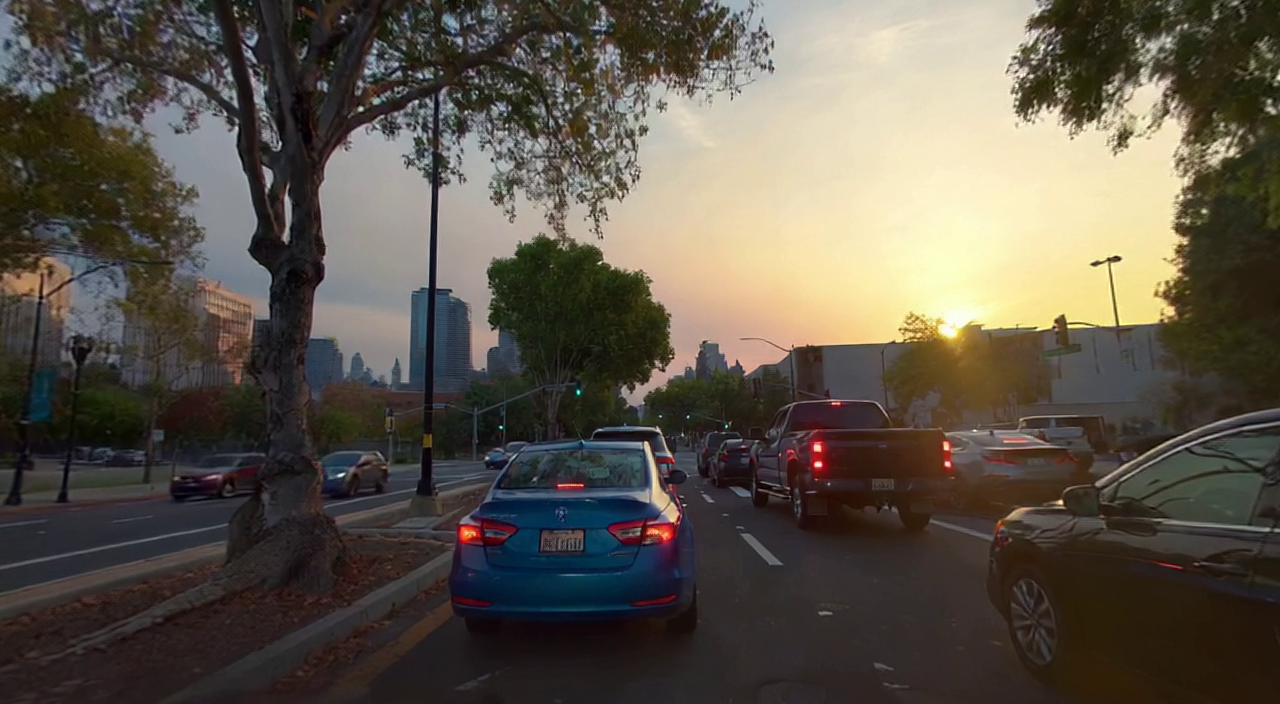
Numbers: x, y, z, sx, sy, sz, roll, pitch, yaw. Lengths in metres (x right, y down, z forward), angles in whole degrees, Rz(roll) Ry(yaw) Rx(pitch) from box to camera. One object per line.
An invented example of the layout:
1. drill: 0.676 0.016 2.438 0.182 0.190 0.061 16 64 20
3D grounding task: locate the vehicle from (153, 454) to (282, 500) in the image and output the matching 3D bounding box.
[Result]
1. vehicle: -16.170 4.751 24.319 1.966 1.563 4.203 0 -9 2

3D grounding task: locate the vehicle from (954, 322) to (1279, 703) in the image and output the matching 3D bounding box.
1. vehicle: 3.161 0.754 2.071 1.982 1.709 4.427 0 -9 1

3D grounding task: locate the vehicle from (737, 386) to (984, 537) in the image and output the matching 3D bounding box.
1. vehicle: 3.518 1.956 11.705 2.444 2.098 5.766 0 -8 -1

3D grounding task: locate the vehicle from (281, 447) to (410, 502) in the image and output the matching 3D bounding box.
1. vehicle: -9.290 3.866 20.297 1.925 1.524 4.440 0 -9 2

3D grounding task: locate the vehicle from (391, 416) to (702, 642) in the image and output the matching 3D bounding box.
1. vehicle: -0.578 1.500 6.335 2.111 1.506 4.018 0 -9 2
